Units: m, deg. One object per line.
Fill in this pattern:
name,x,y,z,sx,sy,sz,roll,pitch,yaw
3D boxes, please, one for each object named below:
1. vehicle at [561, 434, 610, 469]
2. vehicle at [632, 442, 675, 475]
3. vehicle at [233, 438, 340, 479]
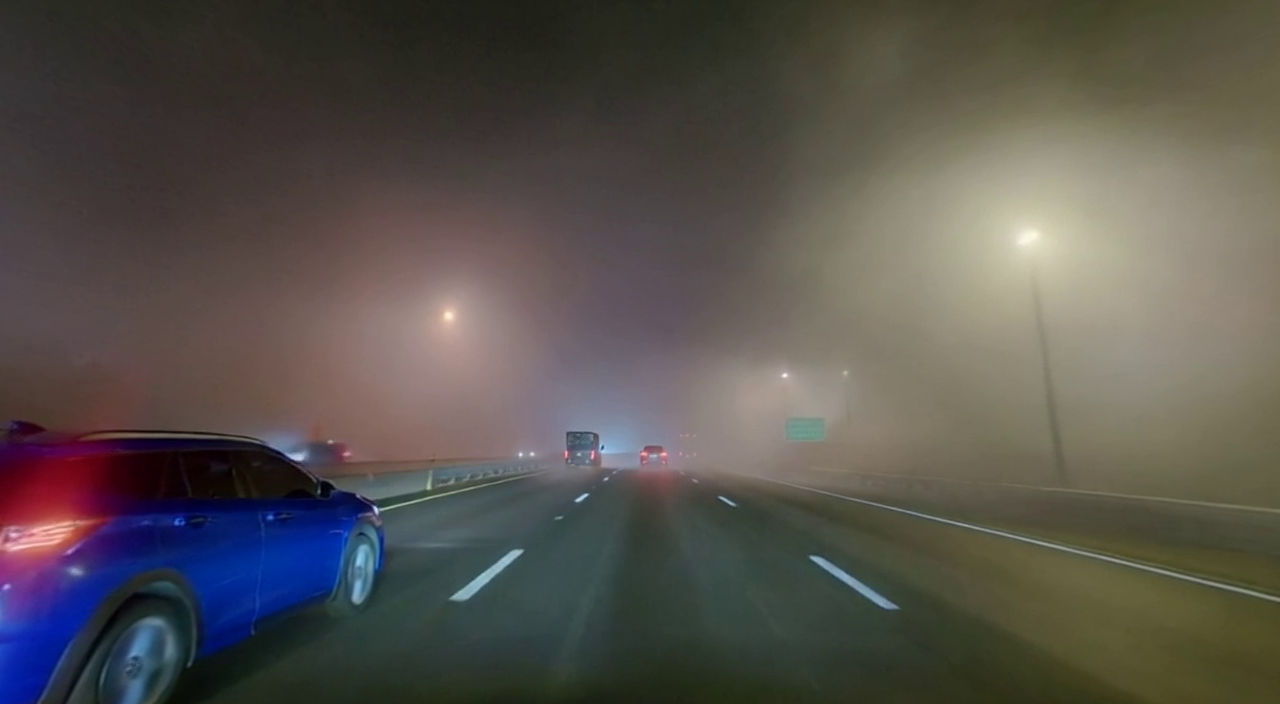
vehicle,-3.082,5.751,36.541,2.264,1.901,4.647,0,-9,2
vehicle,0.704,5.518,32.794,2.086,1.548,4.325,0,-9,1
vehicle,-17.208,5.218,31.052,2.111,1.802,5.196,0,-9,2
